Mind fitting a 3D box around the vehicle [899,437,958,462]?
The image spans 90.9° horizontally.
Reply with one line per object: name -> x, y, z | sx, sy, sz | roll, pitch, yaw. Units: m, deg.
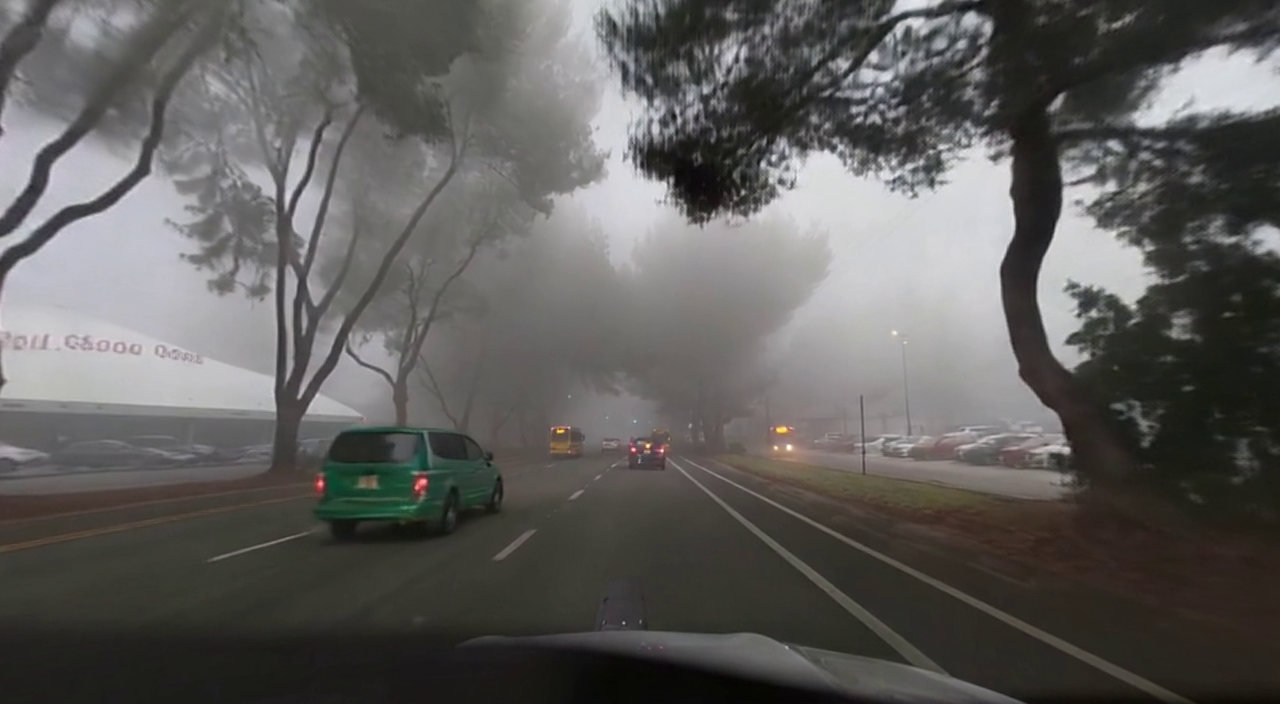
vehicle -> 18.970, 6.415, 41.673 | 1.826, 1.532, 4.290 | 0, -9, -1

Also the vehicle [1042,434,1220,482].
vehicle -> 18.890, 4.112, 24.796 | 2.229, 1.661, 5.991 | 0, -9, 1

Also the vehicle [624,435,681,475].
vehicle -> 0.456, 4.192, 25.814 | 2.123, 1.498, 4.226 | 0, -9, -1

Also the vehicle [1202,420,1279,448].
vehicle -> 33.062, 4.409, 33.727 | 4.215, 1.462, 1.883 | 0, -9, -2

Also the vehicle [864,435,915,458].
vehicle -> 18.874, 7.179, 47.982 | 1.841, 1.680, 4.842 | 0, -9, -1

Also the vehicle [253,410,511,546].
vehicle -> -3.576, 1.850, 9.835 | 2.148, 1.636, 4.199 | 0, -9, 1

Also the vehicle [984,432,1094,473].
vehicle -> 18.833, 4.778, 30.081 | 1.965, 1.749, 4.838 | 0, -9, -1
